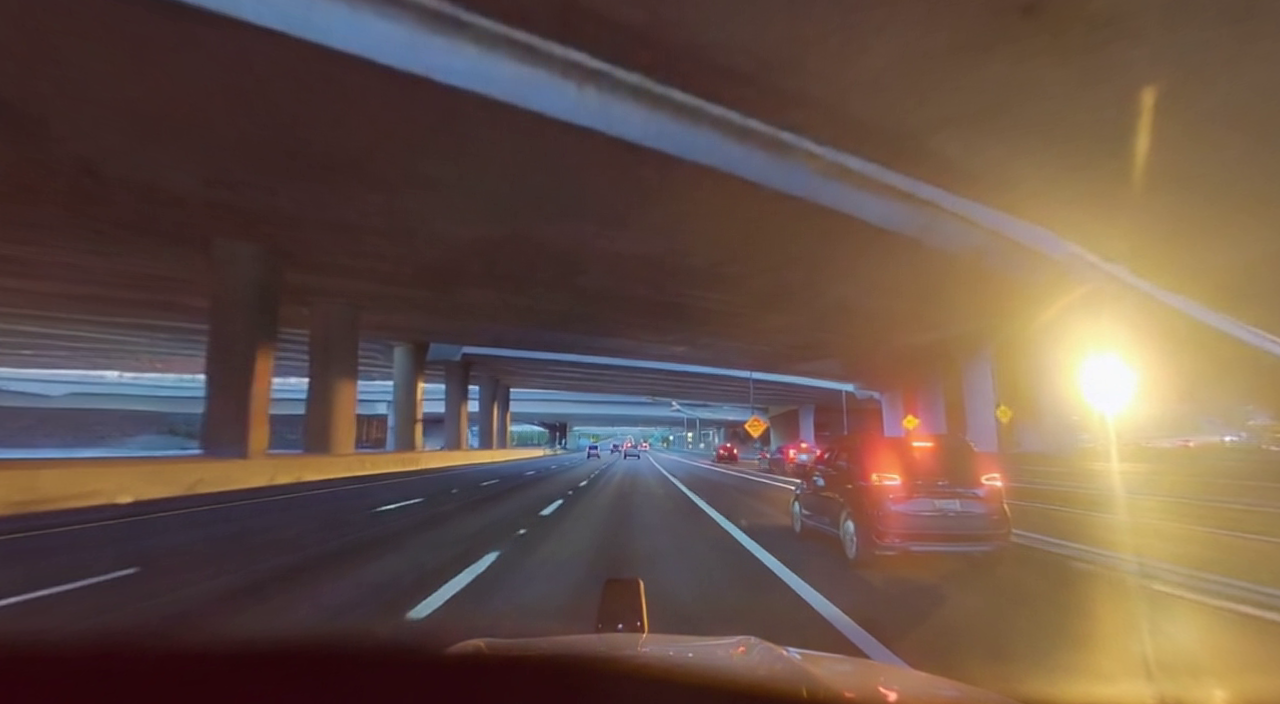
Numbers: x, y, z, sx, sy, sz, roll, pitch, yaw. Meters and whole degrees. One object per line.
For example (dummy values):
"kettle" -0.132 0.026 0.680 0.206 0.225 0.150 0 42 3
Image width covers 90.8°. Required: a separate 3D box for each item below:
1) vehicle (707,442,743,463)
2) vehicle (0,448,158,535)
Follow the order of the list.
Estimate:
"vehicle" 6.626 7.914 49.809 2.075 1.611 4.421 0 -8 -2
"vehicle" -11.296 2.436 11.386 1.861 1.373 4.211 0 -8 0
